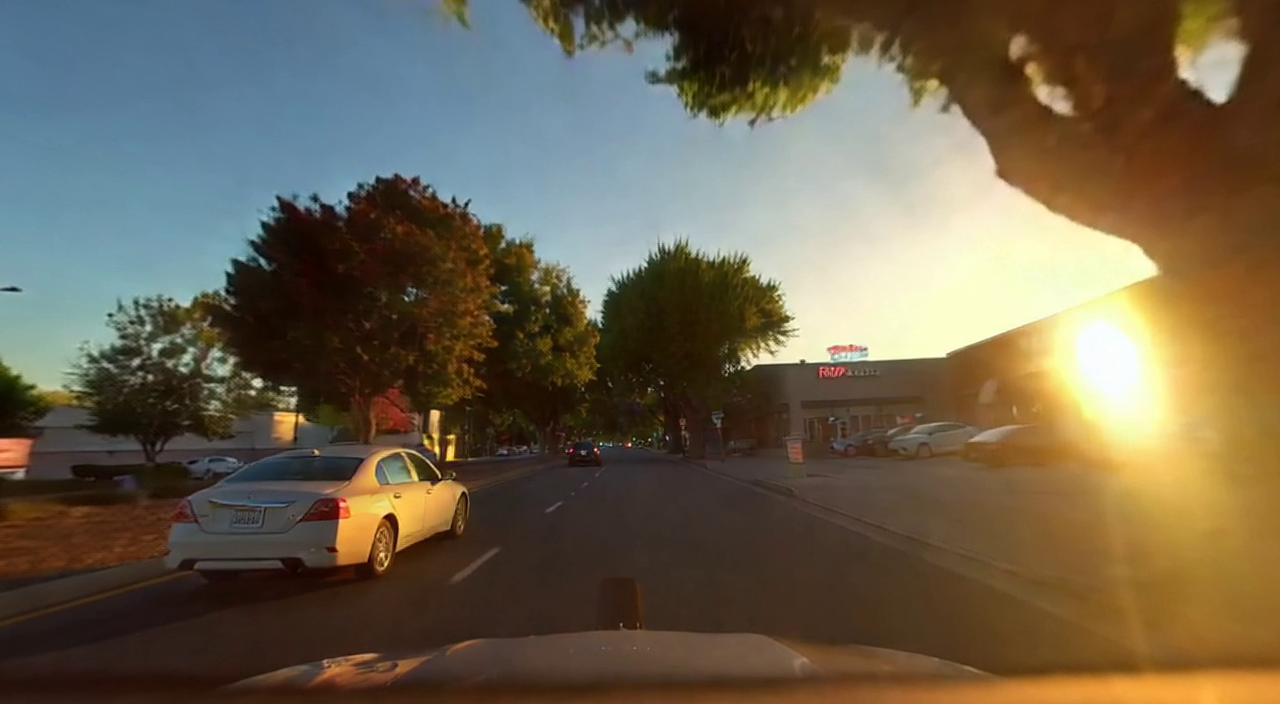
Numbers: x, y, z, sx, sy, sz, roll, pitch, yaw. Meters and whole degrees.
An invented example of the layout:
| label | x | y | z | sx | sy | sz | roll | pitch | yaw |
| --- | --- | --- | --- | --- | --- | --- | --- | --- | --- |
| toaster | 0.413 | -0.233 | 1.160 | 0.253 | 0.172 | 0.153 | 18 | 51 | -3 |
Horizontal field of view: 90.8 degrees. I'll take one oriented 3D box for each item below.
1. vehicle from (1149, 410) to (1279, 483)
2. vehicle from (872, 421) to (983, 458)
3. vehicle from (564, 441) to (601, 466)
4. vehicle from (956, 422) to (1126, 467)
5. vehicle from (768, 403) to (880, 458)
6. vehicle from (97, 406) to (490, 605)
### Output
| label | x | y | z | sx | sy | sz | roll | pitch | yaw |
| --- | --- | --- | --- | --- | --- | --- | --- | --- | --- |
| vehicle | 13.603 | 1.989 | 13.376 | 4.161 | 1.410 | 1.744 | 0 | -9 | -3 |
| vehicle | 13.327 | 4.099 | 29.482 | 4.165 | 1.650 | 1.946 | 0 | -9 | -2 |
| vehicle | -3.526 | 6.318 | 39.360 | 1.955 | 1.461 | 4.396 | 0 | -9 | -1 |
| vehicle | 13.452 | 3.136 | 21.388 | 4.470 | 1.427 | 1.872 | 0 | -9 | -2 |
| vehicle | 12.274 | 5.301 | 42.570 | 6.427 | 3.417 | 2.845 | -2 | -8 | -2 |
| vehicle | -3.466 | 1.636 | 7.662 | 2.126 | 1.655 | 4.560 | 0 | -9 | 1 |
